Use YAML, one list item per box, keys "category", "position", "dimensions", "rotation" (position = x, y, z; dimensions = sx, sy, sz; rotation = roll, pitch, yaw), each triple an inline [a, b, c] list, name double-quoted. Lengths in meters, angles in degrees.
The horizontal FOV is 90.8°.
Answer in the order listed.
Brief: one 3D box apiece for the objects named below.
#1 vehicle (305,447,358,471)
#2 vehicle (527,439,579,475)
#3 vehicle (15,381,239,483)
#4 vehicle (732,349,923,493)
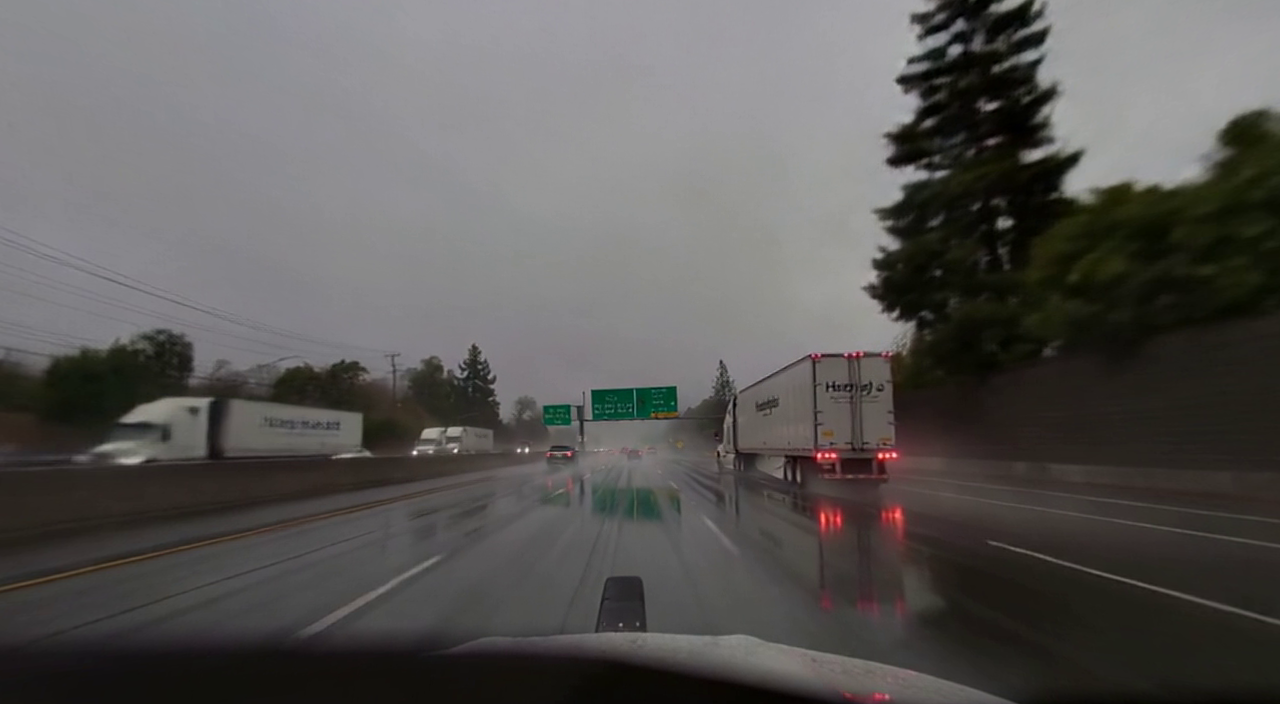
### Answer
- category: "vehicle"
  position: [-17.918, 6.190, 36.827]
  dimensions: [1.449, 1.325, 3.238]
  rotation: [0, -9, 0]
- category: "vehicle"
  position: [-4.290, 5.288, 31.935]
  dimensions: [2.027, 1.651, 4.099]
  rotation: [0, -9, 0]
- category: "vehicle"
  position: [-21.185, 3.501, 26.989]
  dimensions: [3.026, 3.740, 7.644]
  rotation: [0, -9, 0]
- category: "vehicle"
  position: [6.601, 3.184, 26.356]
  dimensions: [2.919, 4.195, 15.833]
  rotation: [0, -9, -1]
